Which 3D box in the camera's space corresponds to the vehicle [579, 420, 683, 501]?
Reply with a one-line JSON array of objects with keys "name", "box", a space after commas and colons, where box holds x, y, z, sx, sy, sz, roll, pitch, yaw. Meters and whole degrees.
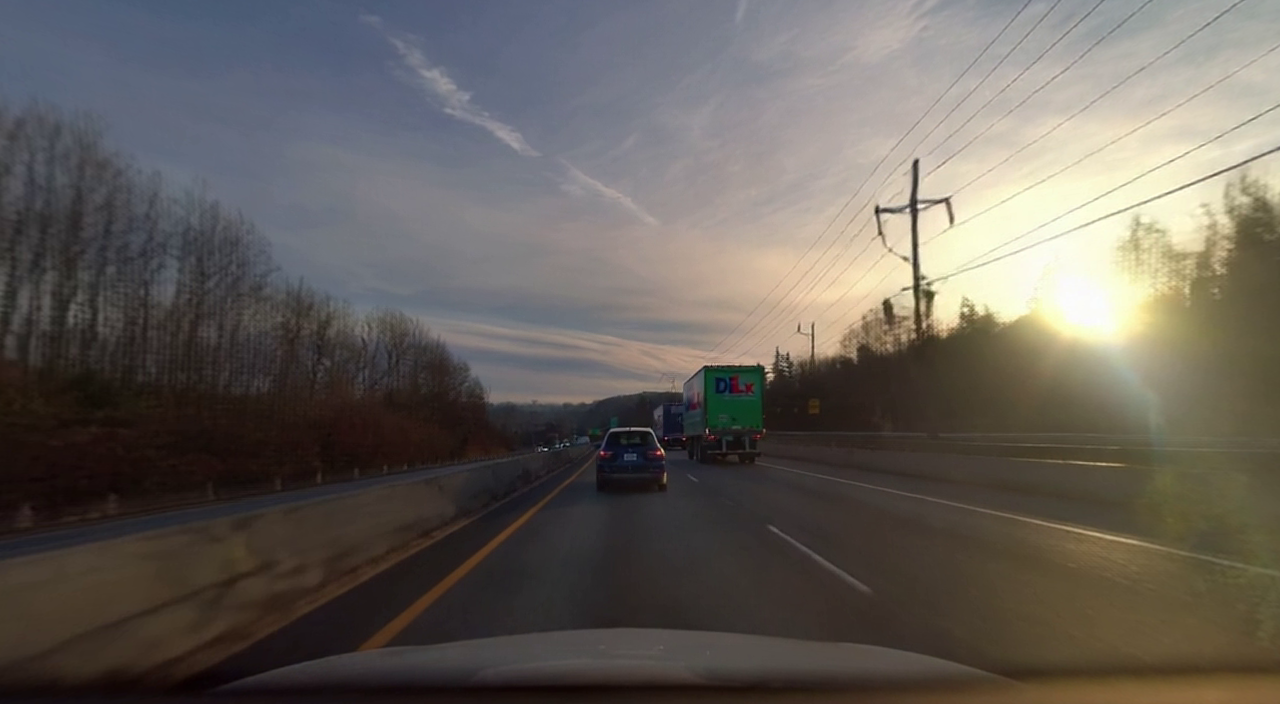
[{"name": "vehicle", "box": [-0.230, 2.421, 14.439, 2.062, 1.581, 3.914, 0, -8, -2]}]

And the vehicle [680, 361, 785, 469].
[{"name": "vehicle", "box": [3.628, 2.865, 27.200, 2.835, 3.872, 8.916, 0, -8, -2]}]
